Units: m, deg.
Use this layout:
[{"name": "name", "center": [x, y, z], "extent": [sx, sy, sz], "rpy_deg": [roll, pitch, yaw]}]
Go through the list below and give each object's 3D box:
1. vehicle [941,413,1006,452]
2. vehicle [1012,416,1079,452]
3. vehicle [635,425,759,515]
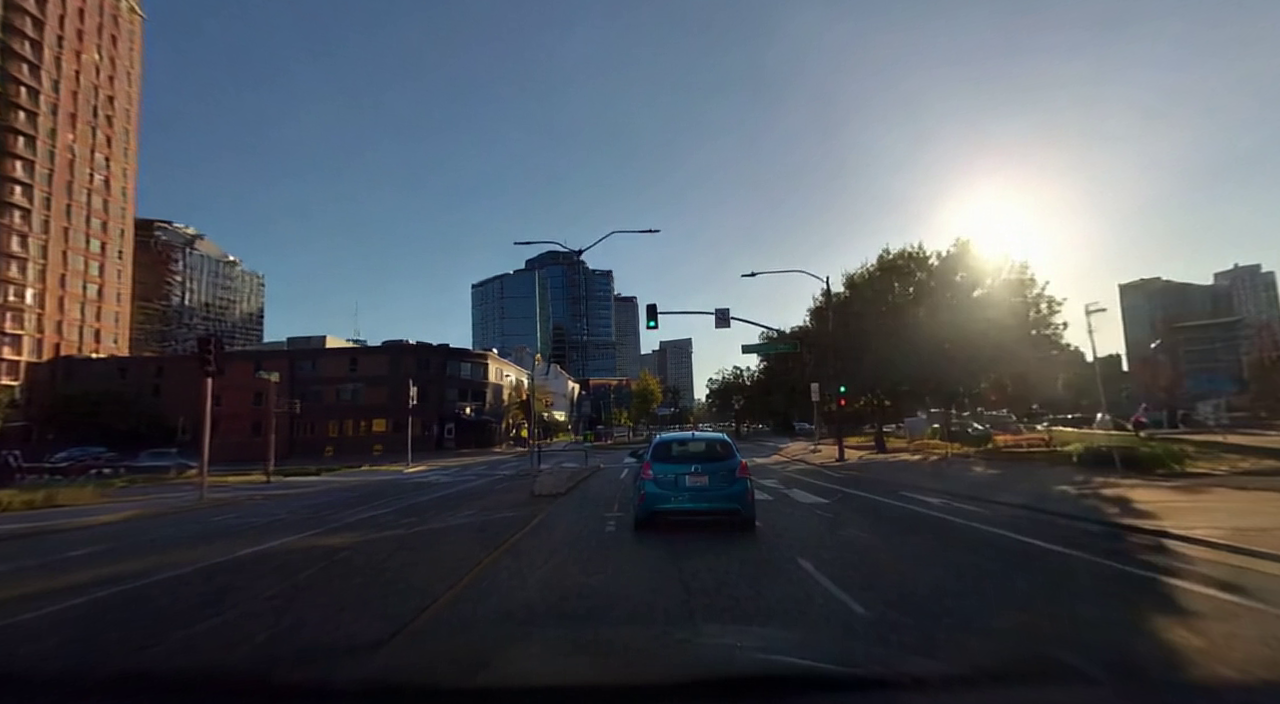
[{"name": "vehicle", "center": [23.830, 5.785, 45.245], "extent": [2.311, 2.623, 5.870], "rpy_deg": [-1, -8, 10]}, {"name": "vehicle", "center": [28.772, 5.874, 44.829], "extent": [2.176, 2.400, 4.821], "rpy_deg": [-1, -8, 10]}, {"name": "vehicle", "center": [0.985, 2.145, 12.082], "extent": [1.950, 1.401, 4.159], "rpy_deg": [0, -8, 2]}]
